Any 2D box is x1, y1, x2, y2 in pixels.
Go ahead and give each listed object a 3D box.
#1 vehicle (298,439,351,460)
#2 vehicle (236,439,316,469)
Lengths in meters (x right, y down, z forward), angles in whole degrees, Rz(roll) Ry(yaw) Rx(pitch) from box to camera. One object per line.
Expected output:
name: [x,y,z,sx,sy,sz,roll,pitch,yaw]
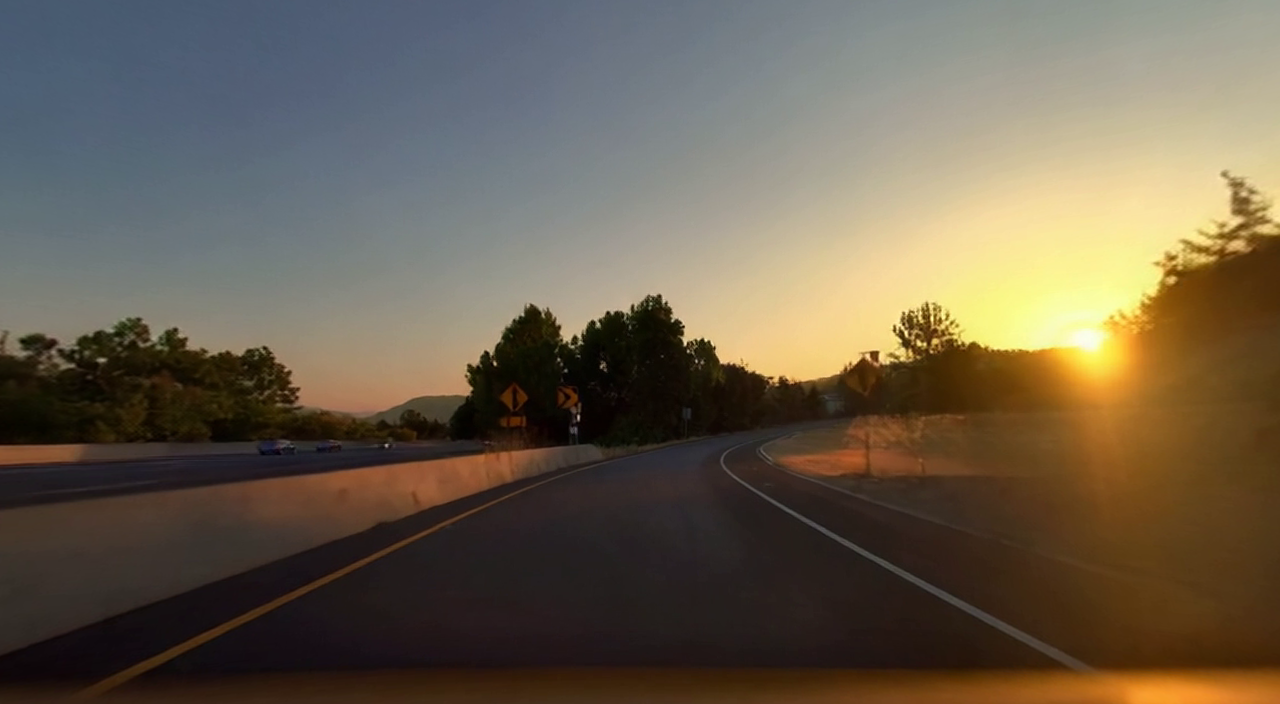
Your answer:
vehicle: [-23.864,7.365,47.732,1.880,1.509,4.775,0,-8,-5]
vehicle: [-18.567,5.186,32.284,1.895,1.451,4.168,0,-8,-5]
